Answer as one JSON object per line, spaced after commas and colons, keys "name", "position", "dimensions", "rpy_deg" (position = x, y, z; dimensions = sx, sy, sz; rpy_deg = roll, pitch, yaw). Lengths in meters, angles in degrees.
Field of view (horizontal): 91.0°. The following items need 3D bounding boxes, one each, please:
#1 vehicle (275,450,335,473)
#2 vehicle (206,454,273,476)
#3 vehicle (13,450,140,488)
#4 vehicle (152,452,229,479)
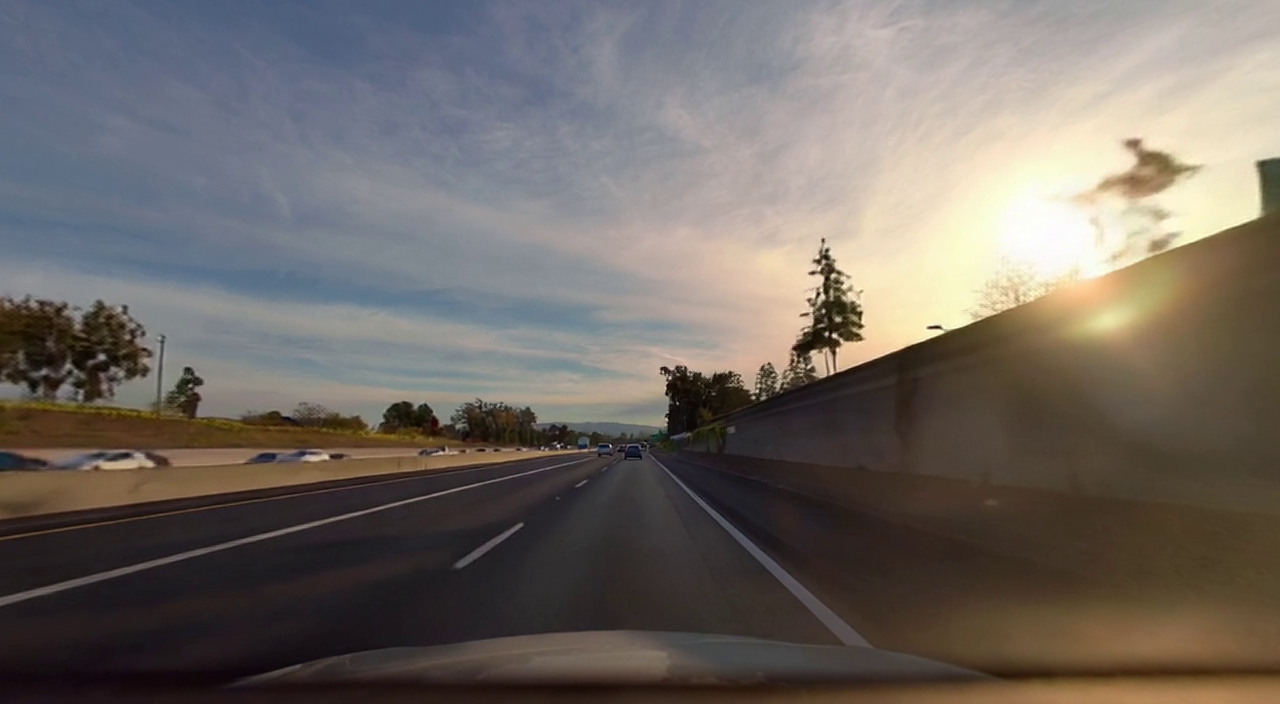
{"name": "vehicle", "position": [-25.697, 8.358, 48.496], "dimensions": [1.995, 1.653, 4.667], "rpy_deg": [0, -9, 0]}
{"name": "vehicle", "position": [-29.600, 8.339, 46.709], "dimensions": [1.862, 1.517, 4.693], "rpy_deg": [0, -9, 0]}
{"name": "vehicle", "position": [-29.679, 6.154, 33.450], "dimensions": [2.146, 1.840, 4.934], "rpy_deg": [0, -9, 0]}
{"name": "vehicle", "position": [-33.718, 8.501, 47.433], "dimensions": [2.018, 1.811, 4.943], "rpy_deg": [0, -9, 1]}
